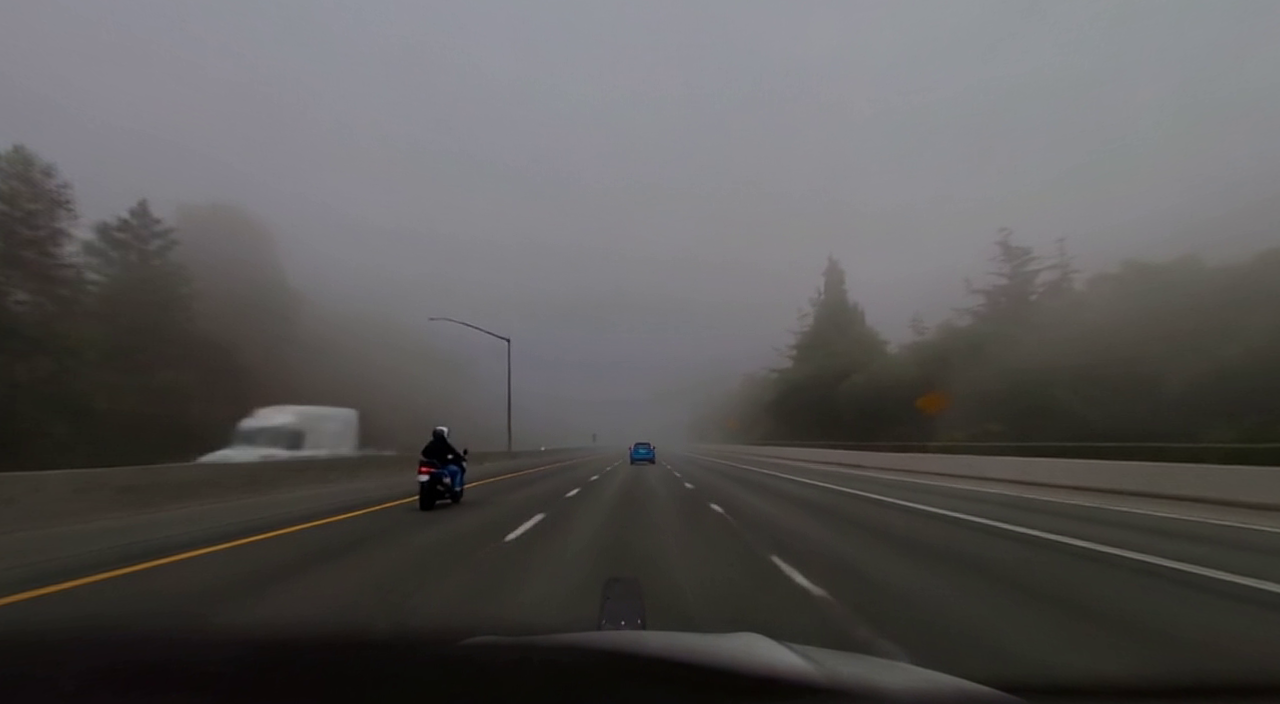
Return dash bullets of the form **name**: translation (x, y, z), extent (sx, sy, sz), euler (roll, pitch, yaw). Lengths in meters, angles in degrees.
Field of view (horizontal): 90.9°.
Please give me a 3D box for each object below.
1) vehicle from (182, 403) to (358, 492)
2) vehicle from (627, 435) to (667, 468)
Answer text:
- **vehicle**: translation (-11.917, 3.173, 21.007), extent (2.274, 2.524, 5.782), euler (-1, -9, 0)
- **vehicle**: translation (0.402, 5.912, 37.422), extent (2.247, 1.825, 4.036), euler (-1, -9, 0)
